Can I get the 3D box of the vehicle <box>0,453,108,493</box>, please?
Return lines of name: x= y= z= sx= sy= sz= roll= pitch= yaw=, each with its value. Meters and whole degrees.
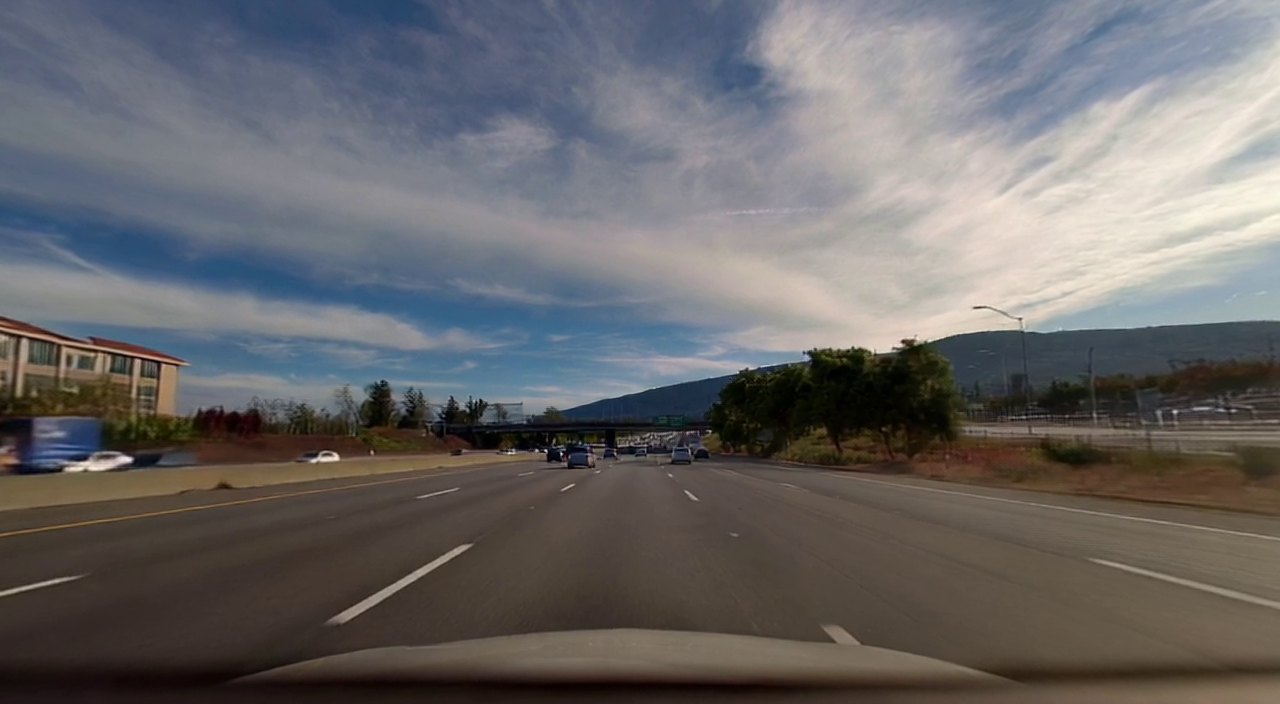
vehicle: x=-27.445 y=5.512 z=29.075 sx=1.913 sy=1.638 sz=4.524 roll=0 pitch=-9 yaw=0

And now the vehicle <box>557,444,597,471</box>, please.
vehicle: x=-4.156 y=7.025 z=42.419 sx=2.179 sy=1.693 sz=4.204 roll=0 pitch=-9 yaw=1

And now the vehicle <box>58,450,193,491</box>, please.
vehicle: x=-23.940 y=5.503 z=29.719 sx=2.135 sy=1.714 sz=5.019 roll=0 pitch=-9 yaw=0

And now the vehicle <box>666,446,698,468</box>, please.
vehicle: x=3.042 y=7.685 z=46.432 sx=1.967 sy=1.475 sz=4.080 roll=0 pitch=-9 yaw=-2
